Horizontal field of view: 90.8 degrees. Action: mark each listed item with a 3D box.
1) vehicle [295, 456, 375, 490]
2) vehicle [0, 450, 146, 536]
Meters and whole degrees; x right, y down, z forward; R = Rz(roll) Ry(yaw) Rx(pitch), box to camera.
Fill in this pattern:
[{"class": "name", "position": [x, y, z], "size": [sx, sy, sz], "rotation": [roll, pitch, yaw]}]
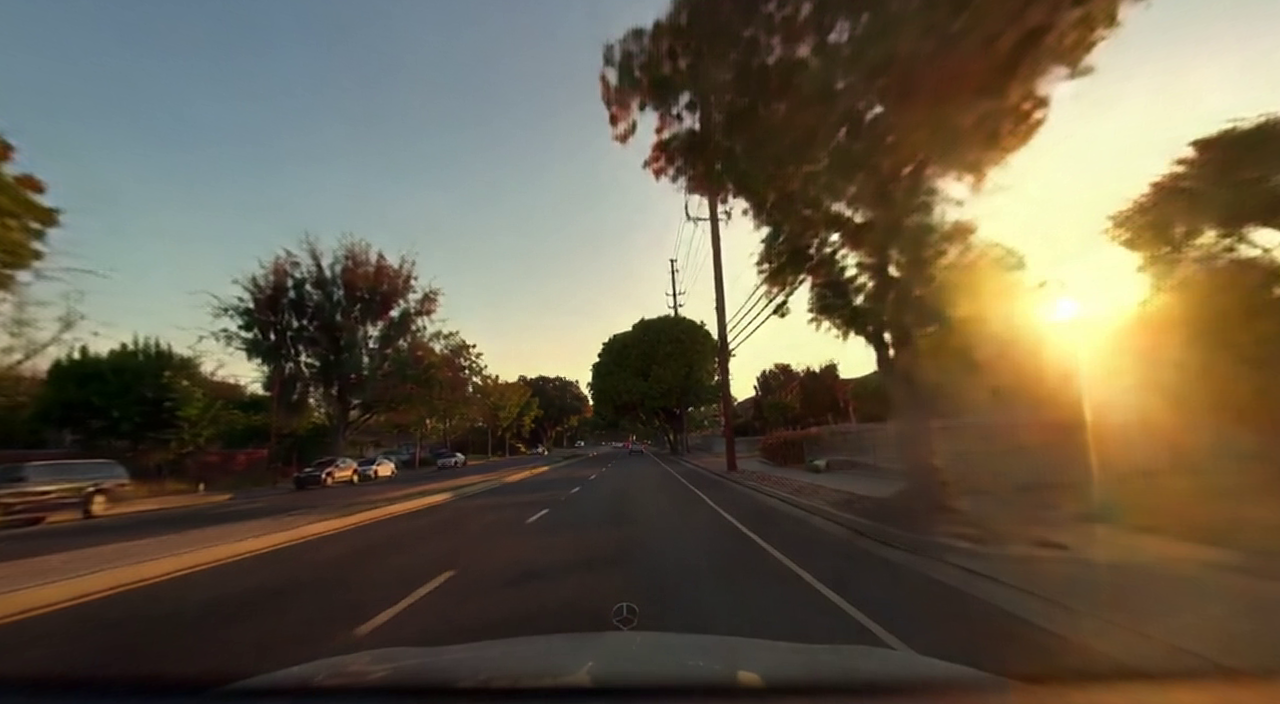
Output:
[{"class": "vehicle", "position": [-15.968, 6.329, 33.401], "size": [2.031, 1.482, 4.476], "rotation": [-4, -9, 0]}, {"class": "vehicle", "position": [-15.879, 3.601, 16.528], "size": [2.071, 1.883, 4.915], "rotation": [-2, -8, -3]}]
